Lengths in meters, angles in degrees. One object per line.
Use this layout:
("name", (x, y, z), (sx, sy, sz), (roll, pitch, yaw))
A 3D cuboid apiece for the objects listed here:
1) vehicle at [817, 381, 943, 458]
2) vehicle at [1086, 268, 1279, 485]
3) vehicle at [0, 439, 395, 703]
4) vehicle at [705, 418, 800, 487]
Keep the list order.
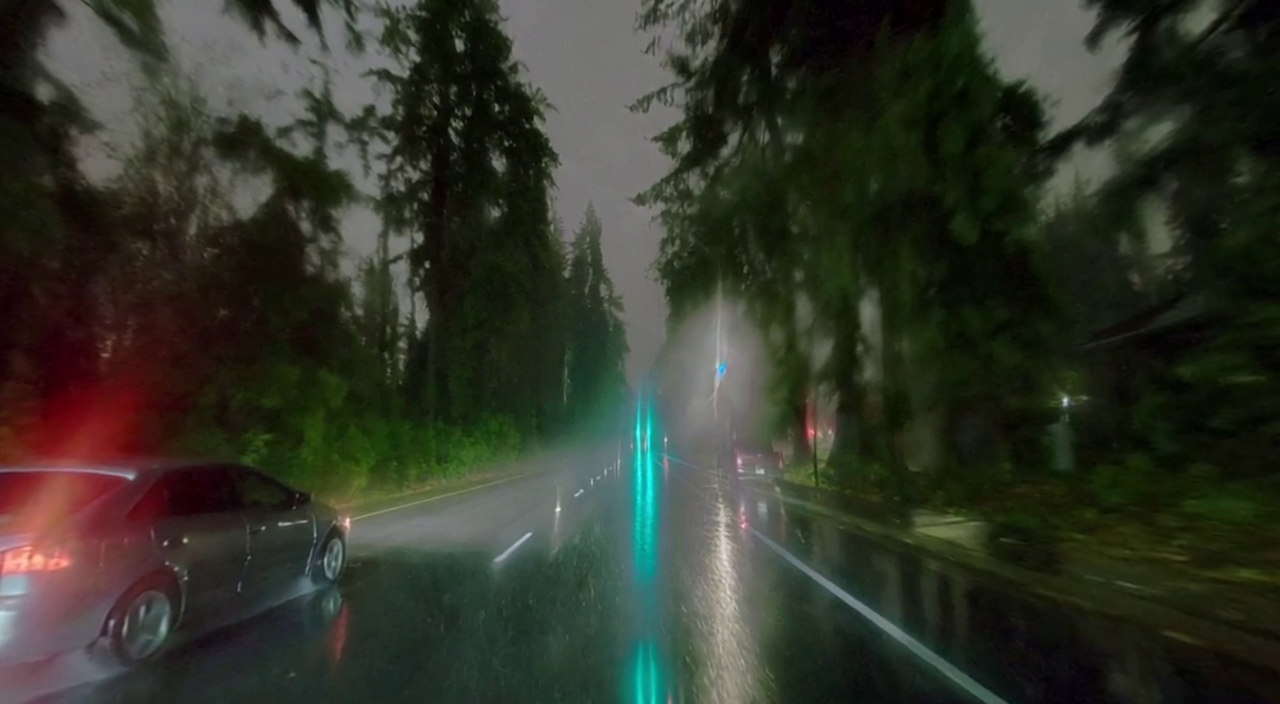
("vehicle", (13.637, 4.243, 37.563), (2.862, 3.816, 12.219), (0, -8, 1))
("vehicle", (13.416, 0.011, 9.865), (2.952, 3.965, 13.114), (-5, -10, -1))
("vehicle", (-3.889, 1.485, 5.333), (1.946, 1.437, 4.154), (0, -8, 0))
("vehicle", (4.343, 4.082, 25.952), (2.554, 2.388, 6.973), (0, -8, 0))
